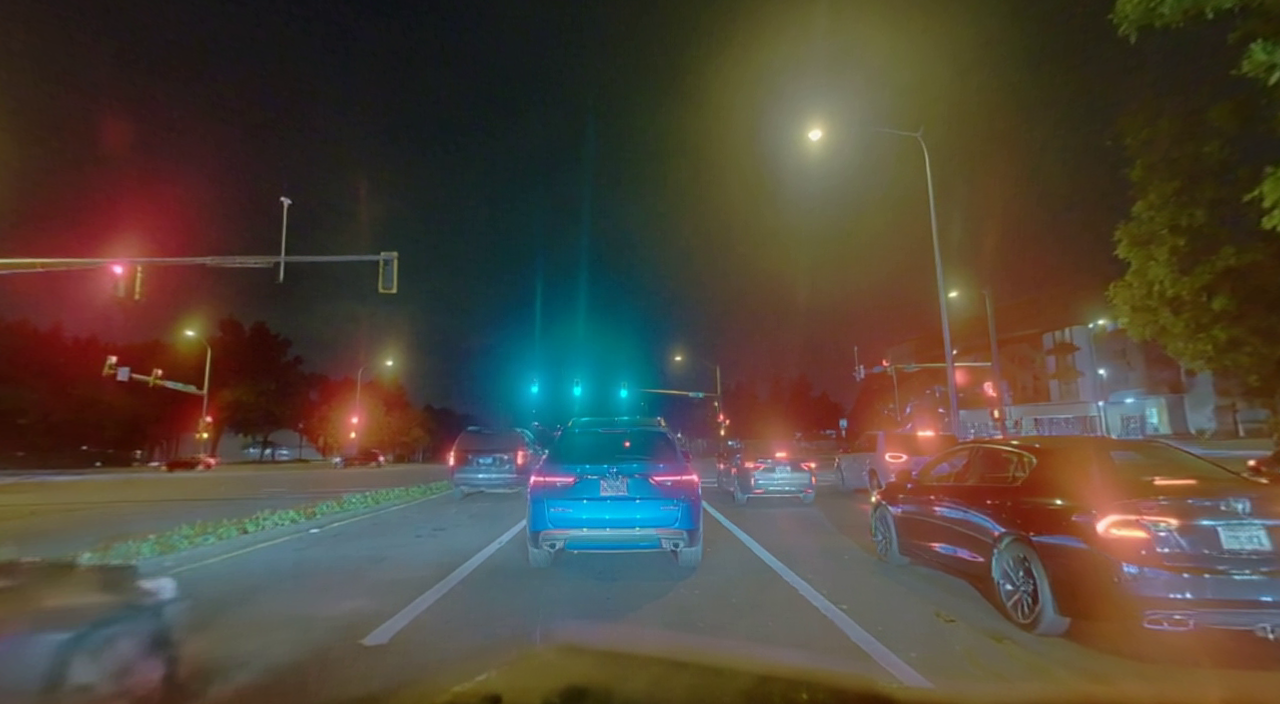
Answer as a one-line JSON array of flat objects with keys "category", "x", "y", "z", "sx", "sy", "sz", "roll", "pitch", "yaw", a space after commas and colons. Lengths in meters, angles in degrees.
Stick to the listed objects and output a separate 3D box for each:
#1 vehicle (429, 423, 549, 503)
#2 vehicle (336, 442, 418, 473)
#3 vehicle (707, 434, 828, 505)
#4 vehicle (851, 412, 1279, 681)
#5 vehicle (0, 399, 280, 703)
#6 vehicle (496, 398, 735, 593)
[{"category": "vehicle", "x": -3.807, "y": 2.904, "z": 16.950, "sx": 2.186, "sy": 1.794, "sz": 4.972, "roll": 0, "pitch": -8, "yaw": -3}, {"category": "vehicle", "x": -16.601, "y": 6.651, "z": 39.894, "sx": 4.446, "sy": 1.821, "sz": 2.276, "roll": -4, "pitch": -9, "yaw": 23}, {"category": "vehicle", "x": 2.976, "y": 2.853, "z": 15.766, "sx": 1.950, "sy": 1.506, "sz": 4.086, "roll": 0, "pitch": -8, "yaw": -3}, {"category": "vehicle", "x": 3.621, "y": 1.393, "z": 5.699, "sx": 1.861, "sy": 1.478, "sz": 4.185, "roll": 0, "pitch": -8, "yaw": -2}, {"category": "vehicle", "x": -3.160, "y": 0.836, "z": 1.578, "sx": 2.077, "sy": 1.493, "sz": 4.281, "roll": 0, "pitch": -9, "yaw": -2}, {"category": "vehicle", "x": -0.271, "y": 1.554, "z": 7.613, "sx": 2.101, "sy": 1.707, "sz": 3.904, "roll": 0, "pitch": -8, "yaw": -2}]
